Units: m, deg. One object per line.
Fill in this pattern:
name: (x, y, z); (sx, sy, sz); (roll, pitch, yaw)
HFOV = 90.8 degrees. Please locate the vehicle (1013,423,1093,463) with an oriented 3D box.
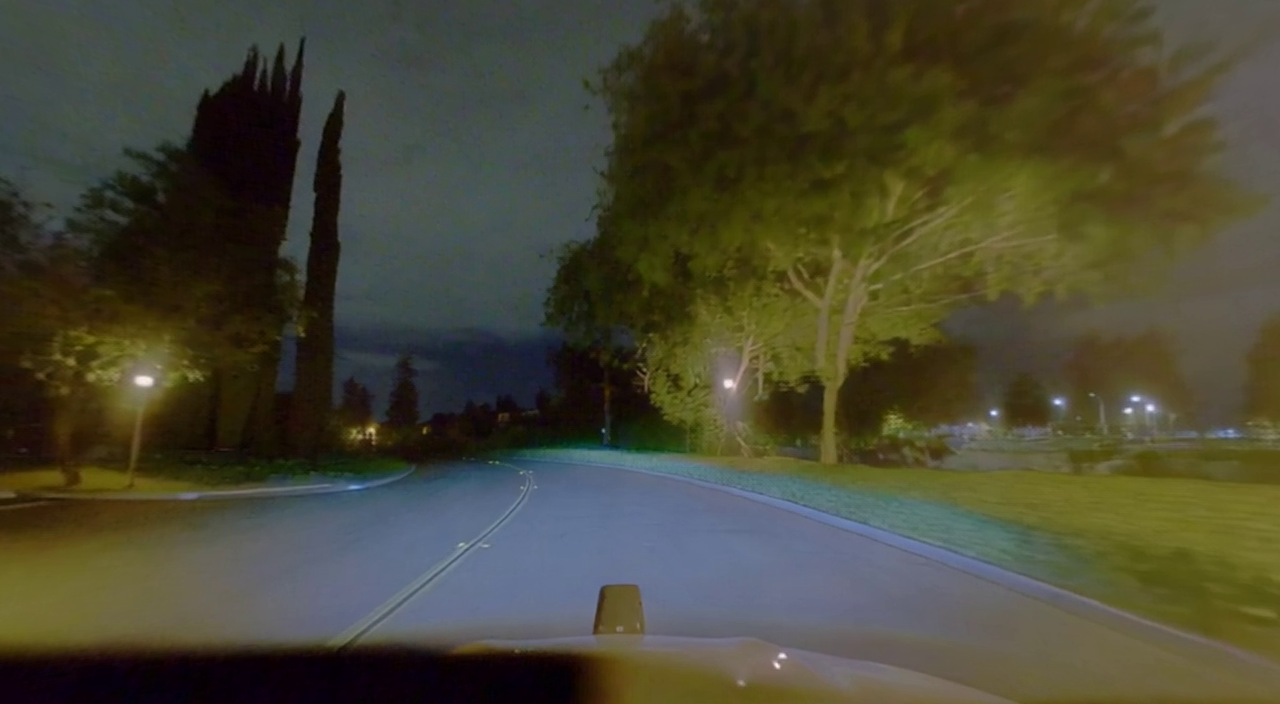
vehicle: (29.691, 6.558, 45.589); (2.572, 2.692, 3.848); (3, -9, -21)
